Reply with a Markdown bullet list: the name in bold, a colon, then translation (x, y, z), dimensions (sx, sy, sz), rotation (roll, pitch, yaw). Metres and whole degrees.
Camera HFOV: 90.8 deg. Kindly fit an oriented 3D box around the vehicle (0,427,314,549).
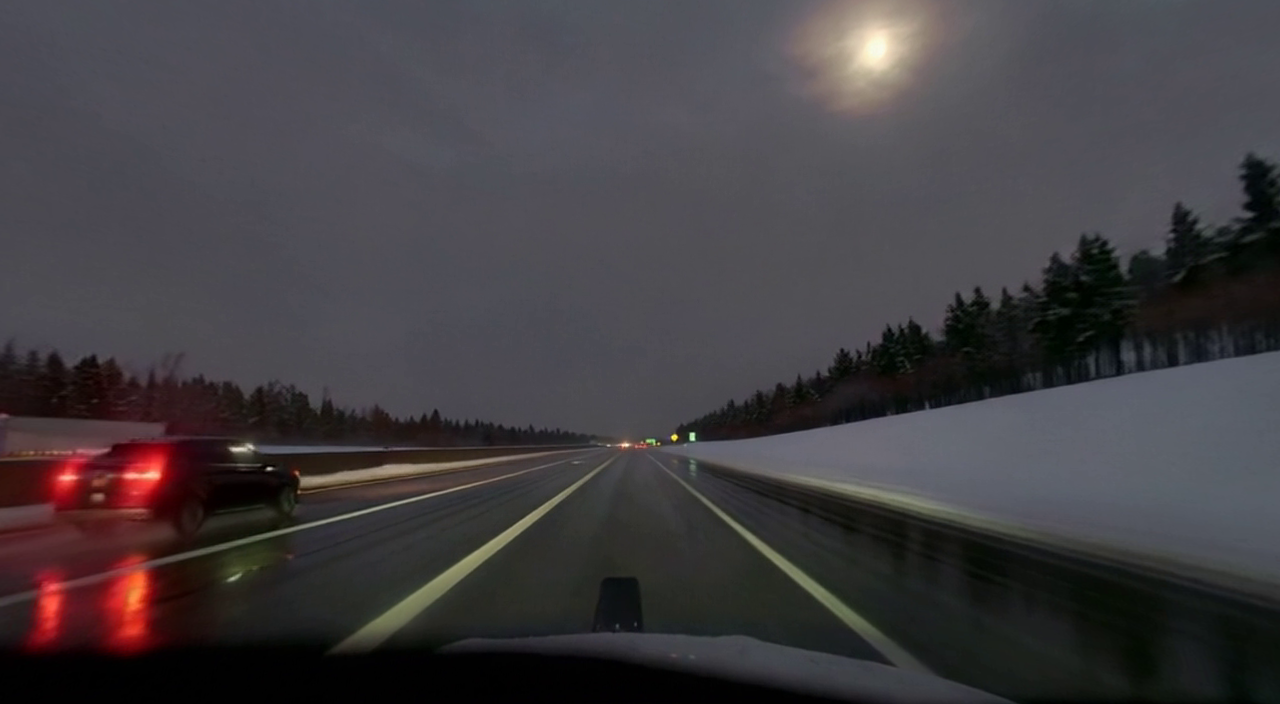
- **vehicle**: translation (-7.771, 2.105, 10.573), dimensions (2.005, 1.545, 4.874), rotation (0, -8, 0)
